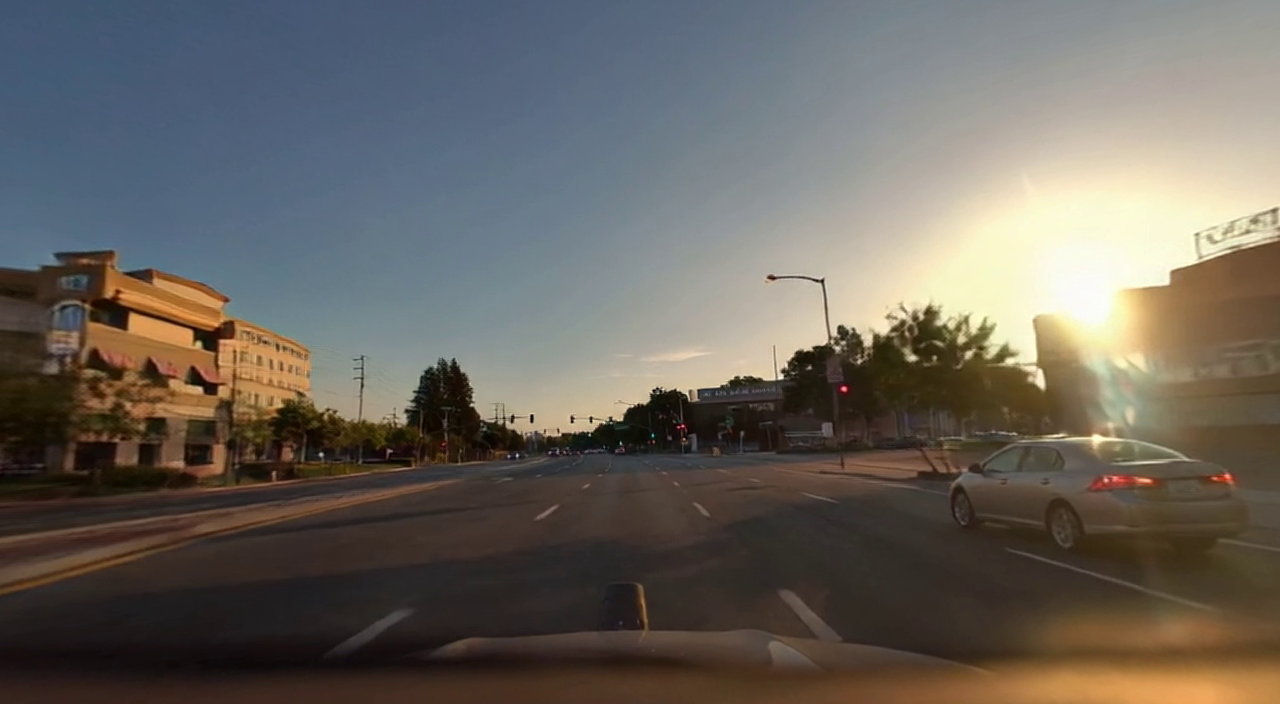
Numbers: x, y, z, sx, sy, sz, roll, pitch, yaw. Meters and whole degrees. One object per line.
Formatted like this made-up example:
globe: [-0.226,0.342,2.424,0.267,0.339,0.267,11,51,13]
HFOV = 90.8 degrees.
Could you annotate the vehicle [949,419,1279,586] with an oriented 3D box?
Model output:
vehicle: [6.123,1.696,8.033,2.070,1.491,4.575,0,-9,0]
